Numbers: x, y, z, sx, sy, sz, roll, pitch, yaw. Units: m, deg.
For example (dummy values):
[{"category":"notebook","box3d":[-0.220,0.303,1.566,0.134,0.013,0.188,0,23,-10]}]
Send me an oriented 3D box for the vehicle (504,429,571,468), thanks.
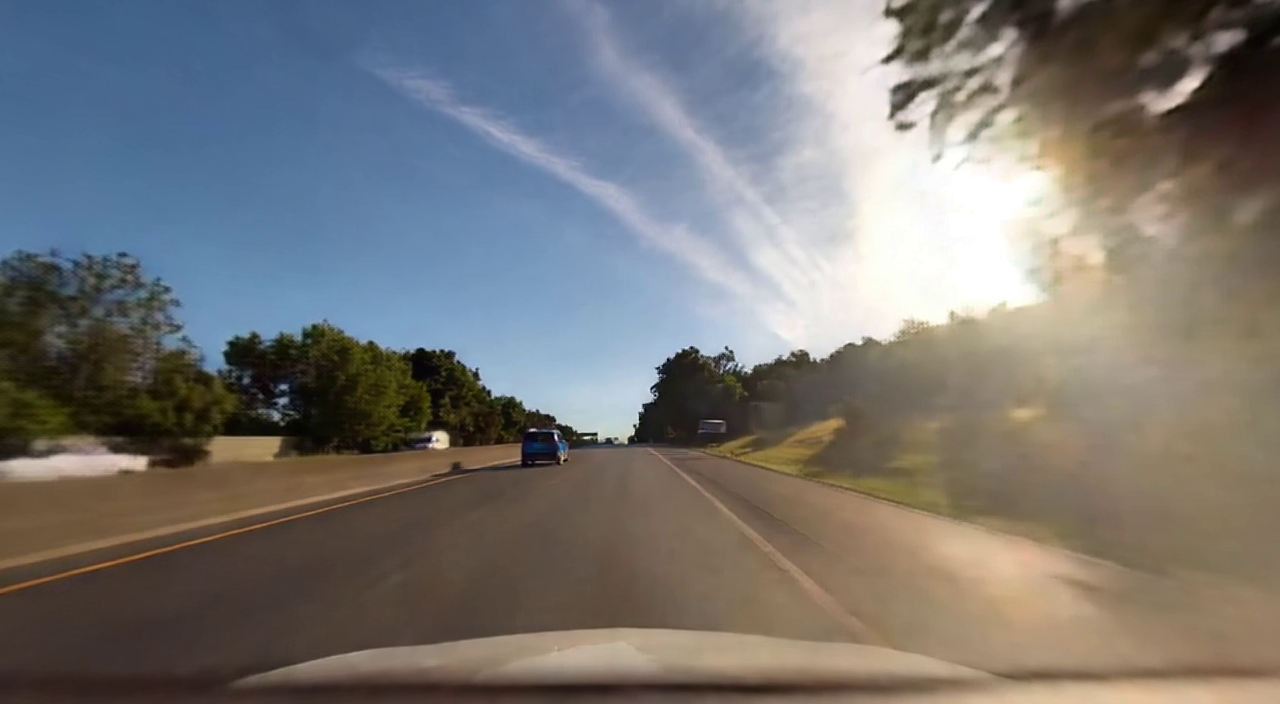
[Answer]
[{"category":"vehicle","box3d":[-4.232,4.036,26.684,2.063,1.496,4.225,0,-7,1]}]
